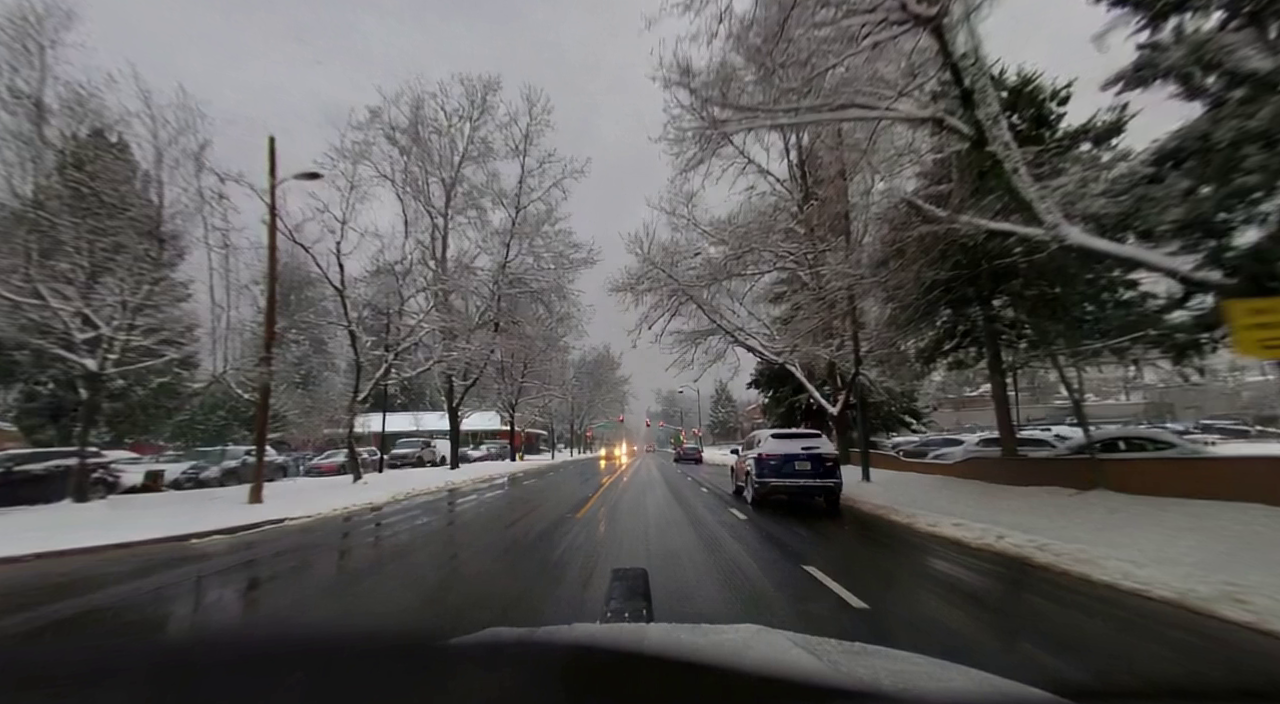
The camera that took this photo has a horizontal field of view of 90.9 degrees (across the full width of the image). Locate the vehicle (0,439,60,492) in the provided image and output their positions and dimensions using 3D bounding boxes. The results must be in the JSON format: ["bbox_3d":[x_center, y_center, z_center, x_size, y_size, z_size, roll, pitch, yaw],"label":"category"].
[{"bbox_3d":[-24.591,4.529,24.807,4.620,1.855,2.173,-11,-11,43],"label":"vehicle"}]

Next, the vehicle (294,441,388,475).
[{"bbox_3d":[-15.126,5.365,31.929,3.993,1.566,2.114,4,-12,-33],"label":"vehicle"}]

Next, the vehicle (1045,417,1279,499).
[{"bbox_3d":[12.239,2.369,14.206,4.586,1.671,2.262,0,-9,1],"label":"vehicle"}]

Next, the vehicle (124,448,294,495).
[{"bbox_3d":[-14.603,4.001,21.560,1.892,1.408,4.413,-8,-12,43],"label":"vehicle"}]

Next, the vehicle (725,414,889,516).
[{"bbox_3d":[3.411,2.456,14.184,2.251,1.861,5.144,0,-9,0],"label":"vehicle"}]

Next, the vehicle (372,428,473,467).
[{"bbox_3d":[-15.068,6.646,43.911,6.071,2.468,2.616,7,-11,-40],"label":"vehicle"}]

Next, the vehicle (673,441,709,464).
[{"bbox_3d":[3.499,7.064,44.457,2.072,1.471,4.834,0,-9,-1],"label":"vehicle"}]

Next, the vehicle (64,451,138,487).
[{"bbox_3d":[-24.591,5.252,28.690,2.047,1.463,4.381,8,-12,-44],"label":"vehicle"}]
